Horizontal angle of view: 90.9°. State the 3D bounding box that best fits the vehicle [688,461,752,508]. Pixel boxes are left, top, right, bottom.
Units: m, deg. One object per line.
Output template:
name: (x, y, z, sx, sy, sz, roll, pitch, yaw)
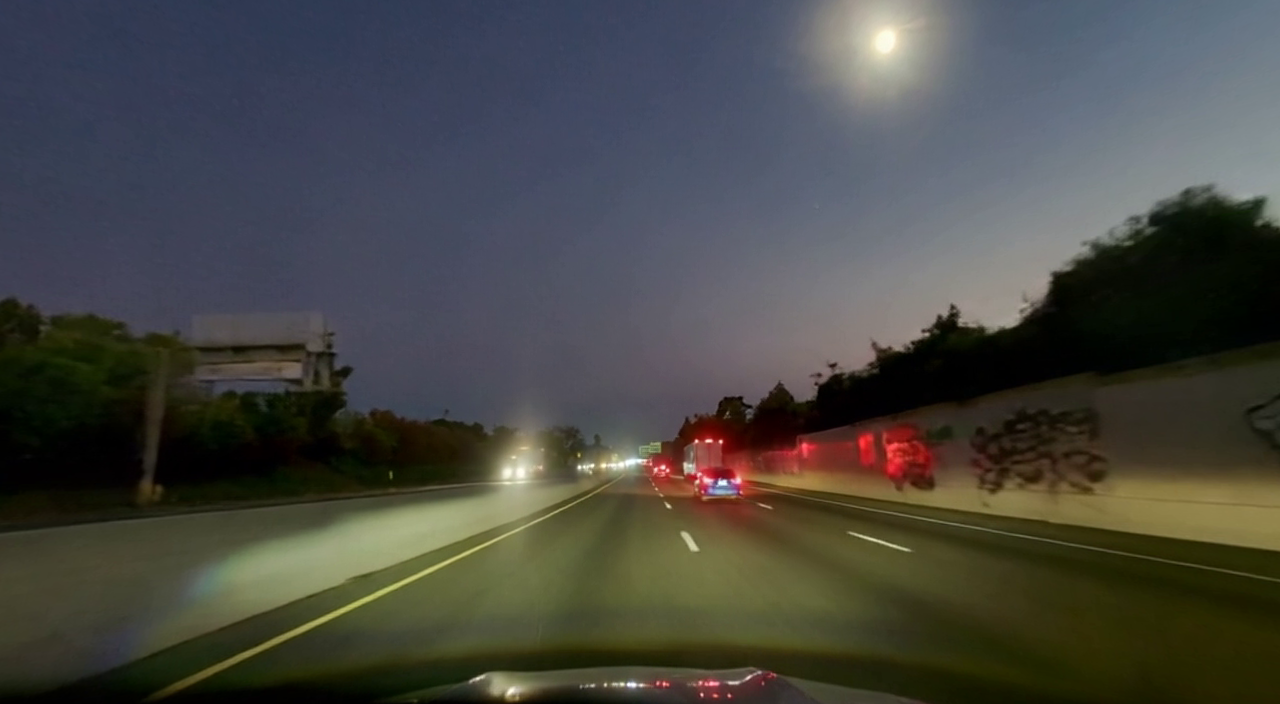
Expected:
vehicle: (2.980, 5.020, 24.145, 2.011, 1.574, 3.512, 2, -10, 0)
